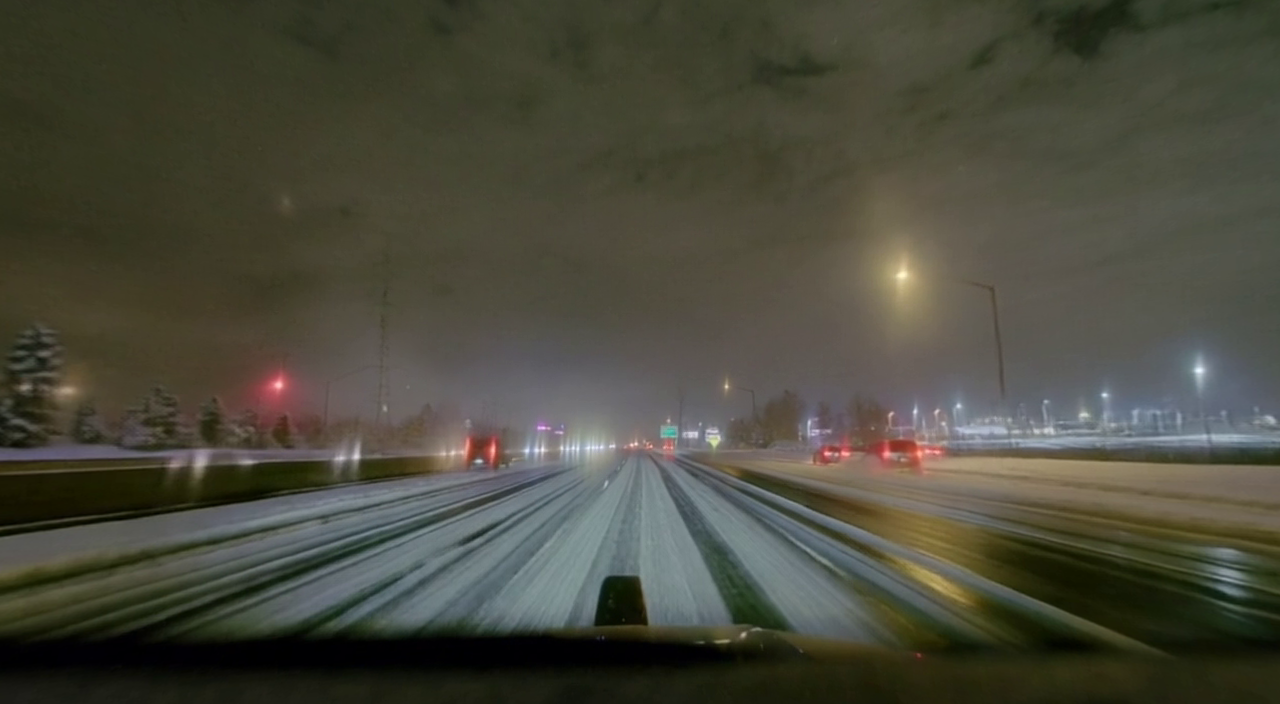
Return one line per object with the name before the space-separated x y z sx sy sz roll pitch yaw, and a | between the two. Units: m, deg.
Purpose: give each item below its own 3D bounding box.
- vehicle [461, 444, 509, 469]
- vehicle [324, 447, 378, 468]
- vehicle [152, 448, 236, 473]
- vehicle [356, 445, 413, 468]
vehicle | -10.063 6.767 41.036 1.974 1.513 4.584 0 -9 0
vehicle | -22.055 8.024 48.114 2.021 1.518 4.362 0 -9 1
vehicle | -29.167 7.073 41.275 1.888 1.509 4.905 0 -9 1
vehicle | -18.711 7.682 46.191 1.988 1.572 4.923 0 -9 1
